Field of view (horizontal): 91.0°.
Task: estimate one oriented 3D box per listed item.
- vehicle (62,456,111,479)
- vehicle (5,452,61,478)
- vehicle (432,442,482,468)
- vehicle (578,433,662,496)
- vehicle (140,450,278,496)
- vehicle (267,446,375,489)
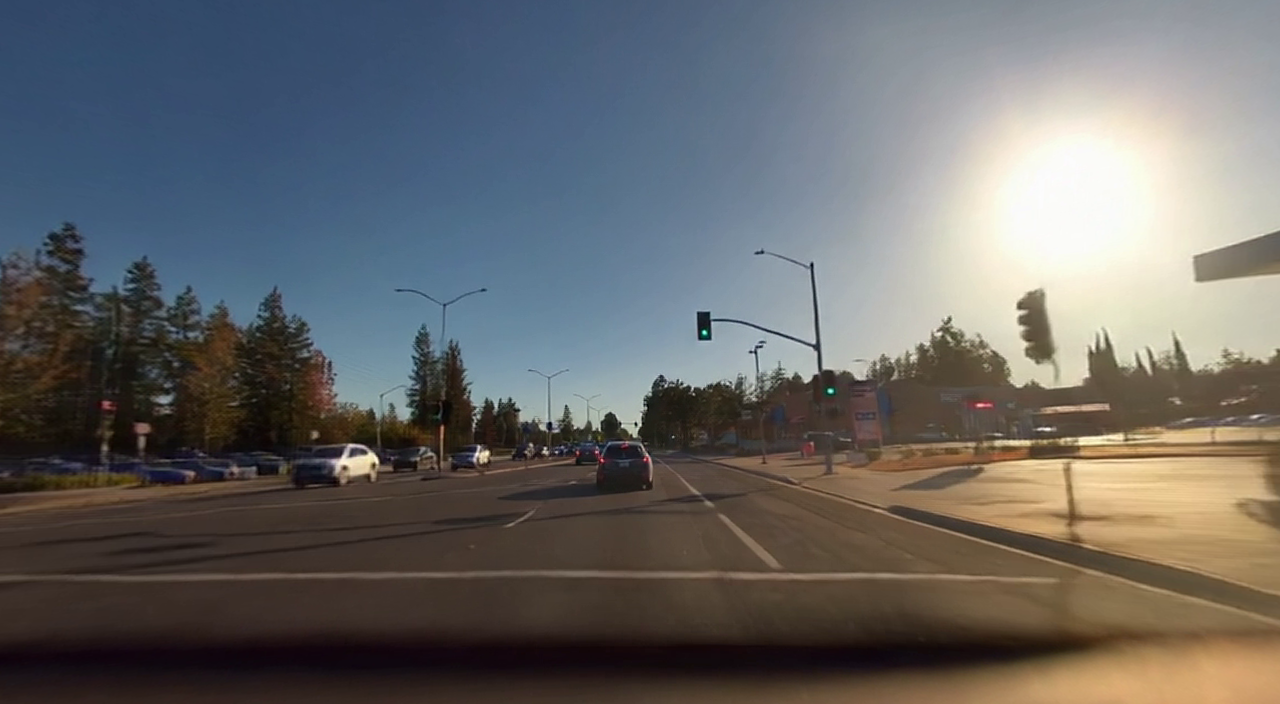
[{"bbox_3d":[-42.180,8.780,47.943,3.985,1.544,1.963,-6,-11,38],"label":"vehicle"},{"bbox_3d":[-43.900,8.127,45.510,4.745,1.716,2.224,-6,-11,40],"label":"vehicle"},{"bbox_3d":[-12.236,6.898,42.405,1.994,1.647,4.331,0,-8,1],"label":"vehicle"},{"bbox_3d":[-0.475,3.072,17.580,2.062,1.519,4.214,1,-8,0],"label":"vehicle"},{"bbox_3d":[-16.129,4.521,23.950,1.920,1.481,4.660,0,-8,1],"label":"vehicle"},{"bbox_3d":[-12.745,4.601,25.525,1.989,1.539,4.413,0,-8,1],"label":"vehicle"}]
